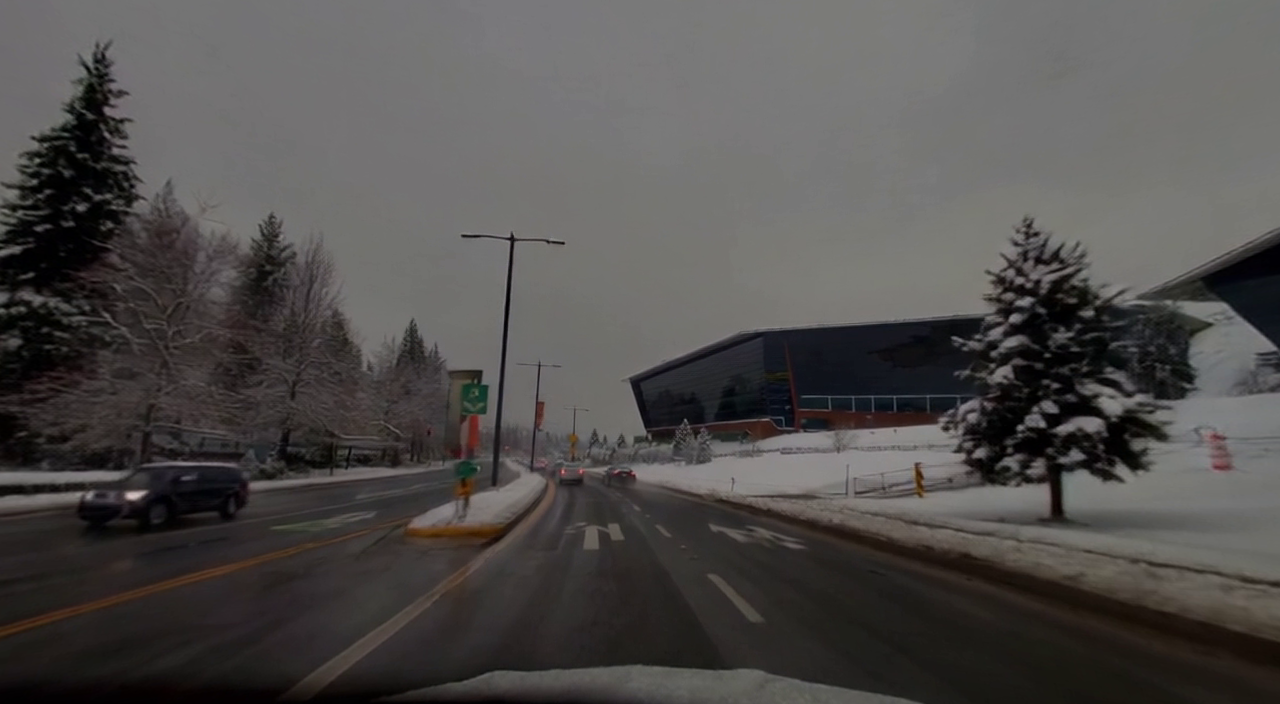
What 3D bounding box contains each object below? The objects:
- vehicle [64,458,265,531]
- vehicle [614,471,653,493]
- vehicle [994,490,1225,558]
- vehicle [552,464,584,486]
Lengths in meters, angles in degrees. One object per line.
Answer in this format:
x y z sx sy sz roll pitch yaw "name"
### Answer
-10.850 3.261 14.777 1.839 1.456 3.859 1 -10 -4 "vehicle"
-0.425 7.458 36.138 1.775 1.186 2.933 2 -10 -10 "vehicle"
11.756 4.326 16.001 4.302 1.456 1.832 0 -10 3 "vehicle"
-5.377 9.032 46.355 2.005 1.498 3.643 3 -10 -11 "vehicle"
